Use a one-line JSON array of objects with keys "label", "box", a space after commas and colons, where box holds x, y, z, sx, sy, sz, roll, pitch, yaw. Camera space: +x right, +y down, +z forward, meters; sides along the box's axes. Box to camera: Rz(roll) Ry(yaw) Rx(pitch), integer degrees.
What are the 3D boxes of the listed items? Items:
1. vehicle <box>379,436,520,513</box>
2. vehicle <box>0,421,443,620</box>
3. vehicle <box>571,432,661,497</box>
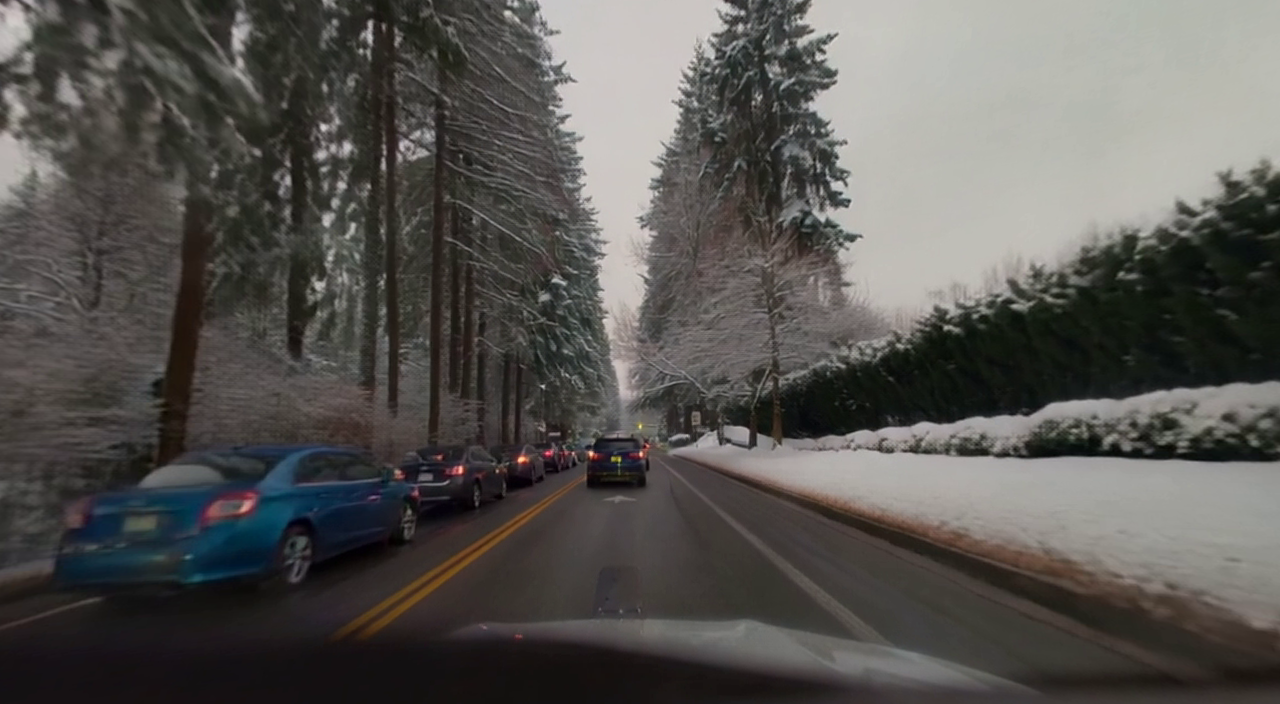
[{"label": "vehicle", "box": [-3.959, 2.601, 13.932, 1.784, 1.408, 4.141, 0, -8, 1]}, {"label": "vehicle", "box": [-3.982, 1.603, 7.117, 1.968, 1.459, 4.734, 0, -8, 1]}, {"label": "vehicle", "box": [-0.593, 2.960, 16.987, 2.127, 1.517, 4.090, 0, -8, -1]}]
